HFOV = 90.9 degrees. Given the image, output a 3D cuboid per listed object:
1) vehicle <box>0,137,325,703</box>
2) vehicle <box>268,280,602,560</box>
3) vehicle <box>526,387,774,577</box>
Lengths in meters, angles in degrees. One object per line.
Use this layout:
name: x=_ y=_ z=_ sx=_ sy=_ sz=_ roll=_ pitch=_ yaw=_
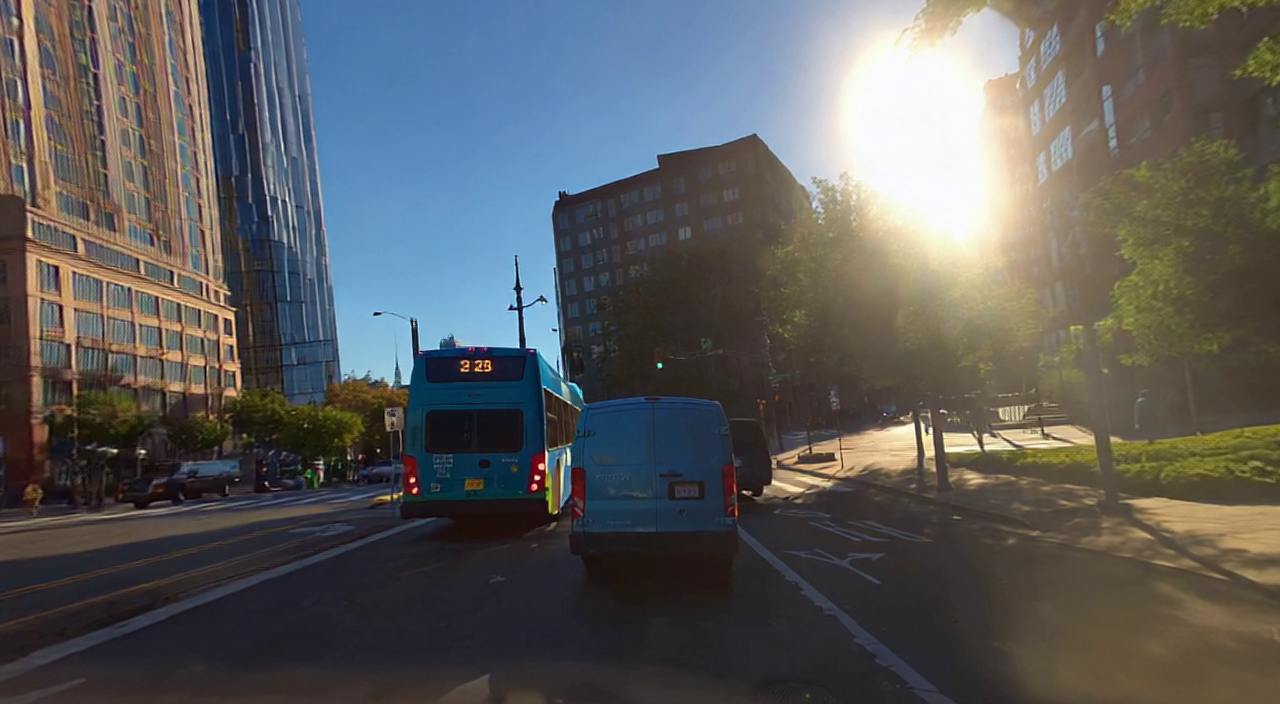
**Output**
vehicle: x=-2.760 y=0.320 z=0.221 sx=2.329 sy=2.089 sz=5.659 roll=0 pitch=-9 yaw=0
vehicle: x=-2.900 y=1.808 z=14.571 sx=3.042 sy=3.445 sz=13.615 roll=0 pitch=-9 yaw=1
vehicle: x=0.128 y=1.644 z=8.602 sx=2.500 sy=1.912 sz=4.270 roll=0 pitch=-9 yaw=1
